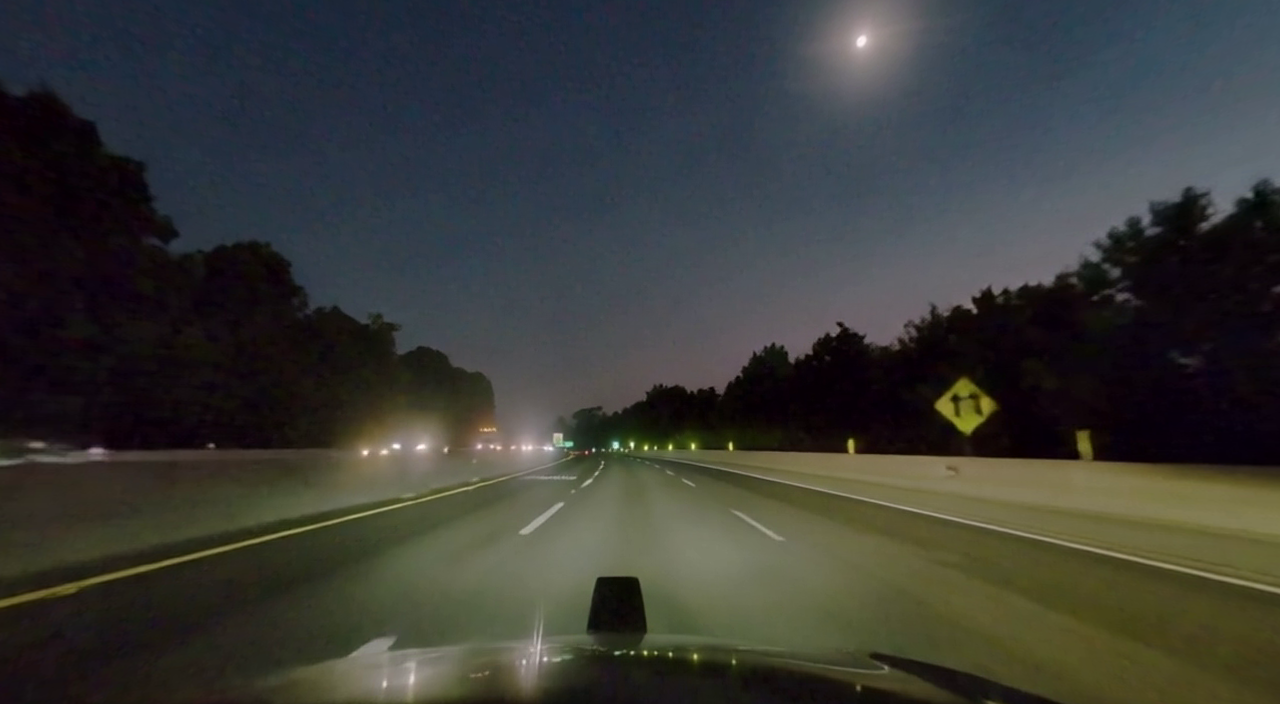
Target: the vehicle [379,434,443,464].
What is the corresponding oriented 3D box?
[{"bbox_3d":[-12.941,5.530,35.921,1.995,1.588,4.680,0,-9,-2],"label":"vehicle"}]
